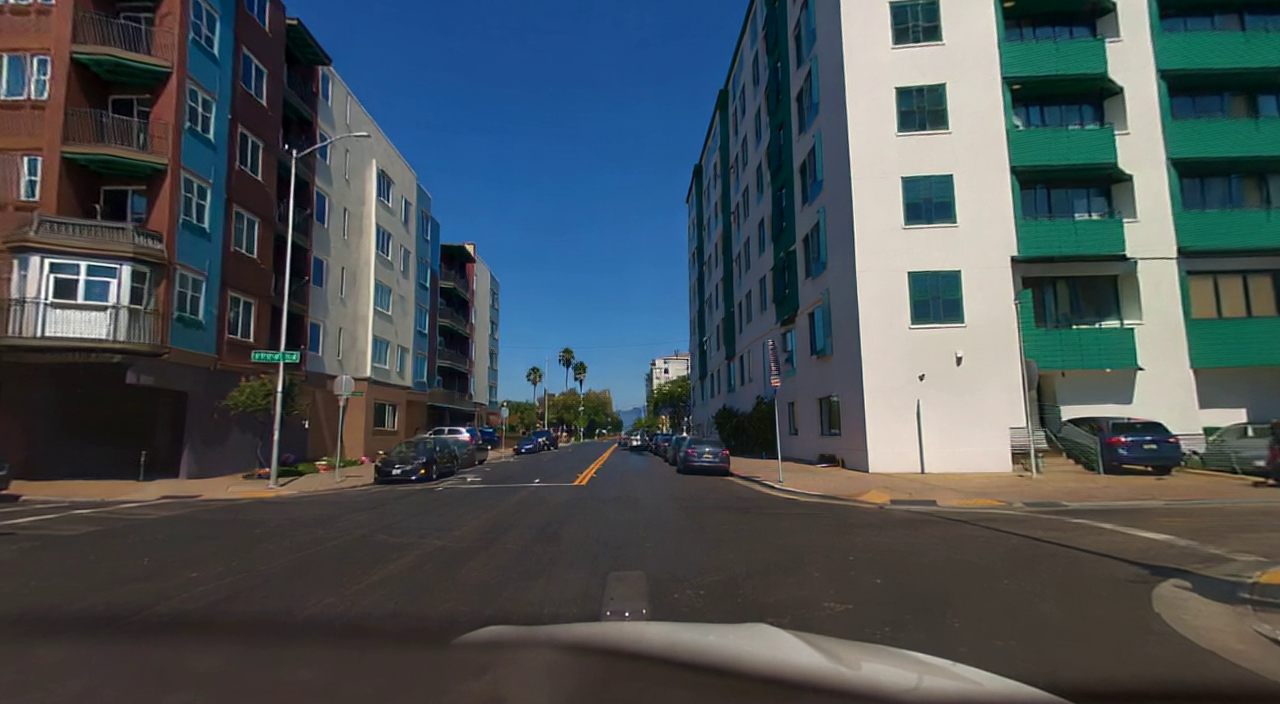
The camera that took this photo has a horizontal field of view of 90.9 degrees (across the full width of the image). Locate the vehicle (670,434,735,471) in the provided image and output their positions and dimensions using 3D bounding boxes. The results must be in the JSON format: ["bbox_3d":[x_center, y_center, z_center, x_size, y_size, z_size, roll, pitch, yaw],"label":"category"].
[{"bbox_3d":[2.558,4.313,27.171,2.290,1.456,4.503,0,-8,-1],"label":"vehicle"}]

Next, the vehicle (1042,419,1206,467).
[{"bbox_3d":[15.344,2.919,20.146,3.752,1.453,1.709,0,-9,2],"label":"vehicle"}]

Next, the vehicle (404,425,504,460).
[{"bbox_3d":[-11.448,5.590,38.874,5.540,1.950,2.113,4,-12,-28],"label":"vehicle"}]
